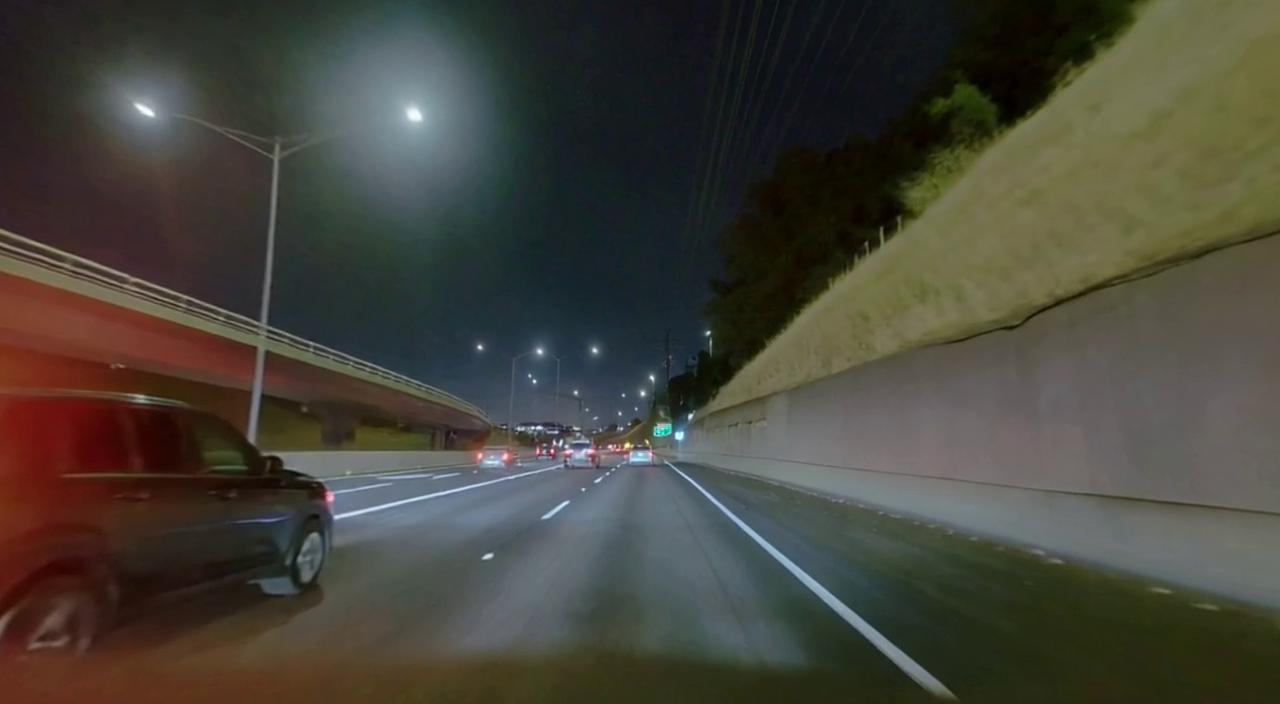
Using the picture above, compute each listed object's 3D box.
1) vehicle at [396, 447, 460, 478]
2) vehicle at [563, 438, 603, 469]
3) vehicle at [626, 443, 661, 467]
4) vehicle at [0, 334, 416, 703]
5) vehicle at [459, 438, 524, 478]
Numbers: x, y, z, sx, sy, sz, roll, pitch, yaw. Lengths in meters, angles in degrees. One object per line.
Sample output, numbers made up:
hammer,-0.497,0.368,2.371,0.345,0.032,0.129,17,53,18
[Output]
vehicle,-11.114,5.791,33.373,1.894,1.482,4.372,0,-8,0
vehicle,-3.447,6.263,39.117,2.093,1.831,4.712,0,-8,-1
vehicle,0.165,6.549,40.377,2.074,1.465,3.977,0,-8,-2
vehicle,-3.359,1.086,4.217,2.052,1.731,4.372,0,-8,1
vehicle,-7.250,5.197,31.249,2.084,1.815,4.406,0,-8,0
